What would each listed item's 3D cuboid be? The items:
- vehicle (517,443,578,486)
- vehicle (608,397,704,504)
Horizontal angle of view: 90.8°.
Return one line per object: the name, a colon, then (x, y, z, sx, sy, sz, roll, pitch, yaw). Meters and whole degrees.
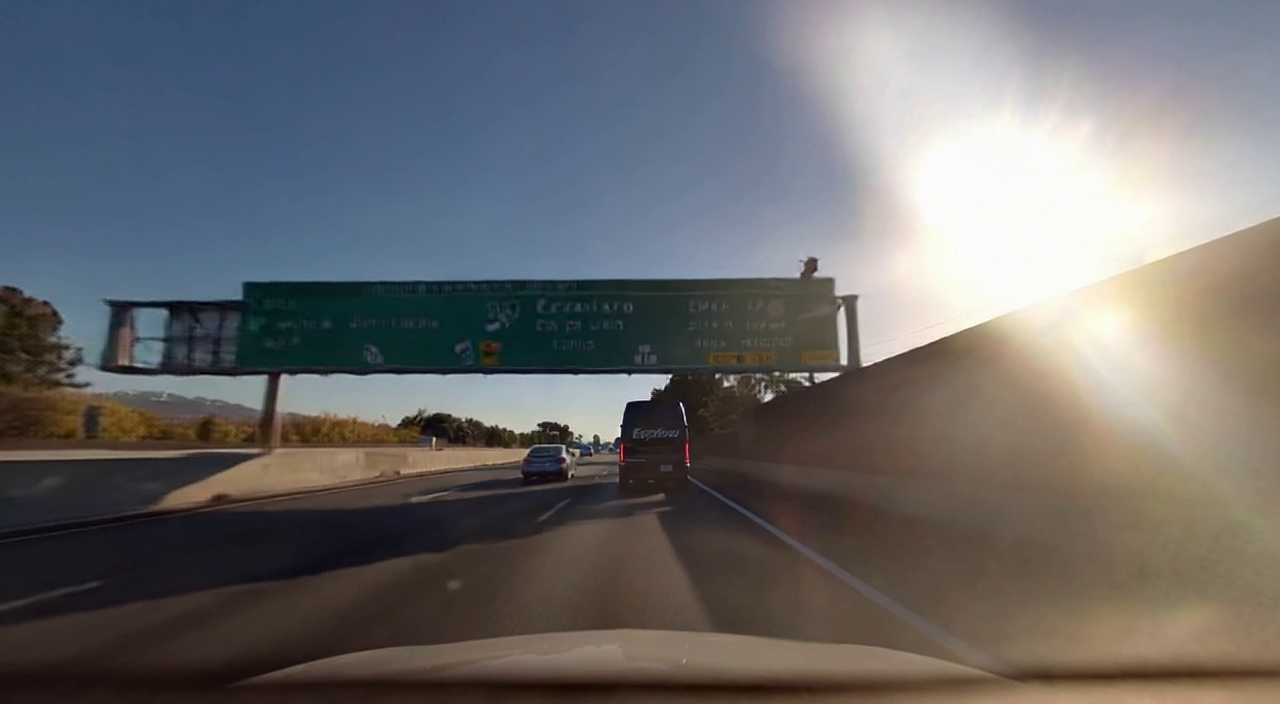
vehicle: (-3.422, 4.230, 23.960, 1.788, 1.500, 3.475, 0, -9, 0)
vehicle: (0.310, 2.799, 18.071, 2.332, 2.558, 5.314, 0, -9, -2)
